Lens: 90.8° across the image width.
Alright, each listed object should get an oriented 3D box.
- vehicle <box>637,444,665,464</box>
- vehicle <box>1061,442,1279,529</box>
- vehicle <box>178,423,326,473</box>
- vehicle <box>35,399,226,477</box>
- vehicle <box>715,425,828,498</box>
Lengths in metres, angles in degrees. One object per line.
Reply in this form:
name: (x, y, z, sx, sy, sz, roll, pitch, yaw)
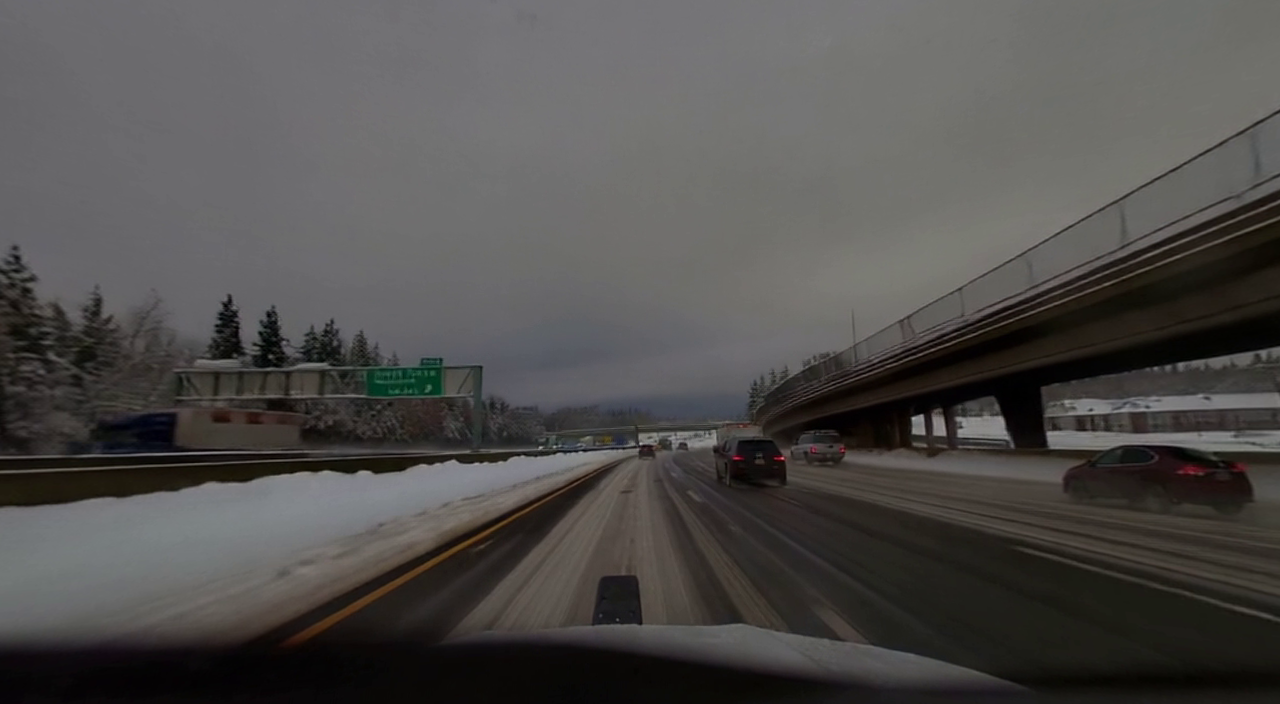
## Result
vehicle: (0.893, 7.831, 48.750, 2.046, 1.475, 3.784, -1, -9, 2)
vehicle: (11.065, 2.597, 12.923, 1.827, 1.448, 4.370, 0, -9, -1)
vehicle: (-29.583, 7.512, 49.428, 2.895, 3.316, 13.545, -1, -9, 1)
vehicle: (-29.779, 5.229, 37.859, 3.065, 4.038, 9.768, -1, -9, 1)
vehicle: (3.585, 3.113, 18.303, 2.226, 1.779, 4.835, 0, -9, 0)
